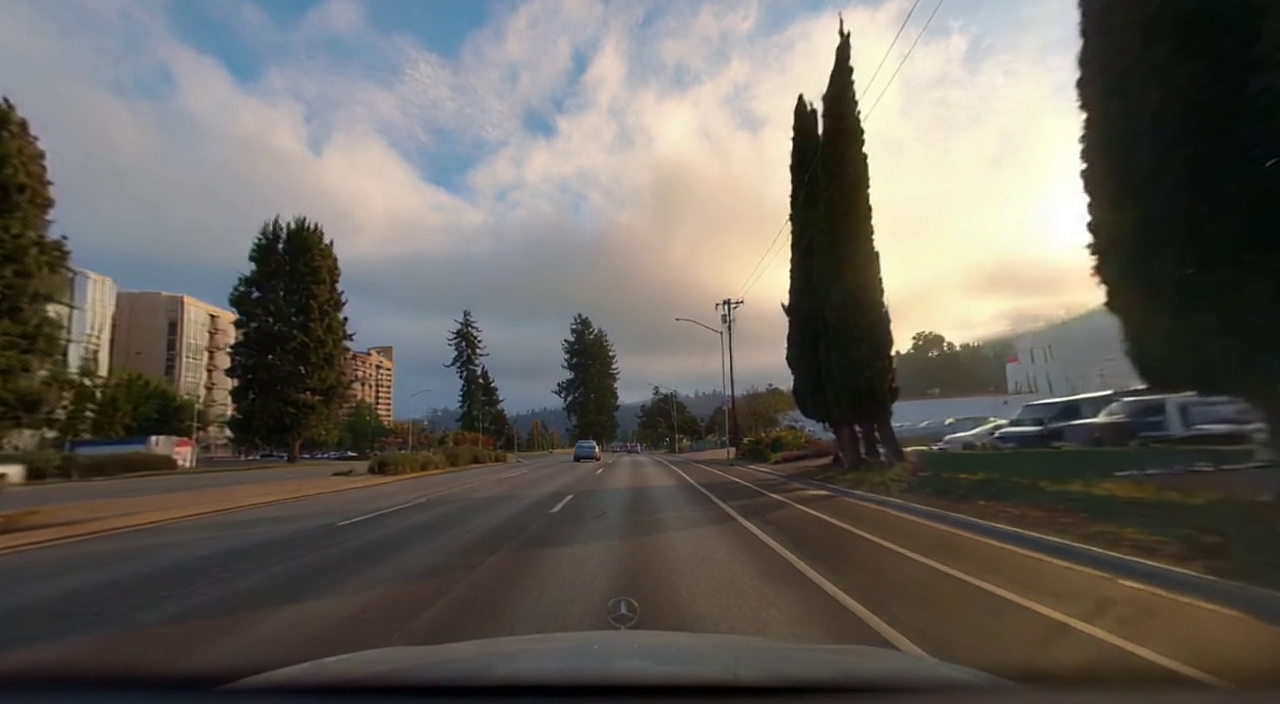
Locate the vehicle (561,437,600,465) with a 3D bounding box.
[{"bbox_3d":[-3.778,6.367,40.832,2.121,1.654,3.993,0,-8,0],"label":"vehicle"}]
